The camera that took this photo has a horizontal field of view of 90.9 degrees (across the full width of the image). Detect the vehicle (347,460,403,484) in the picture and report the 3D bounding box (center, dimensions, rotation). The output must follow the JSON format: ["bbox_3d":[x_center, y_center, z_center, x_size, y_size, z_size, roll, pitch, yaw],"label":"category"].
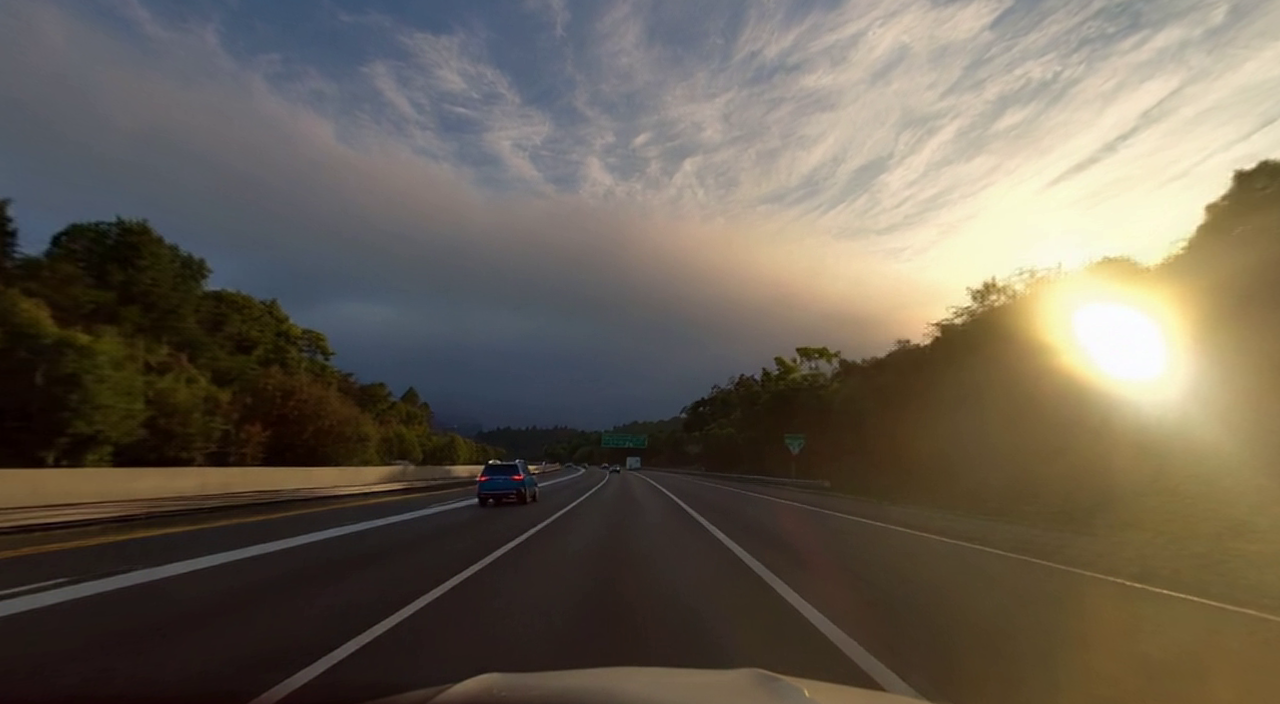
[{"bbox_3d":[-16.709,7.579,39.925,1.795,1.428,4.090,1,-10,0],"label":"vehicle"}]

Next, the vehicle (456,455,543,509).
[{"bbox_3d":[-4.548,4.288,20.974,2.025,1.584,3.657,1,-10,0],"label":"vehicle"}]
